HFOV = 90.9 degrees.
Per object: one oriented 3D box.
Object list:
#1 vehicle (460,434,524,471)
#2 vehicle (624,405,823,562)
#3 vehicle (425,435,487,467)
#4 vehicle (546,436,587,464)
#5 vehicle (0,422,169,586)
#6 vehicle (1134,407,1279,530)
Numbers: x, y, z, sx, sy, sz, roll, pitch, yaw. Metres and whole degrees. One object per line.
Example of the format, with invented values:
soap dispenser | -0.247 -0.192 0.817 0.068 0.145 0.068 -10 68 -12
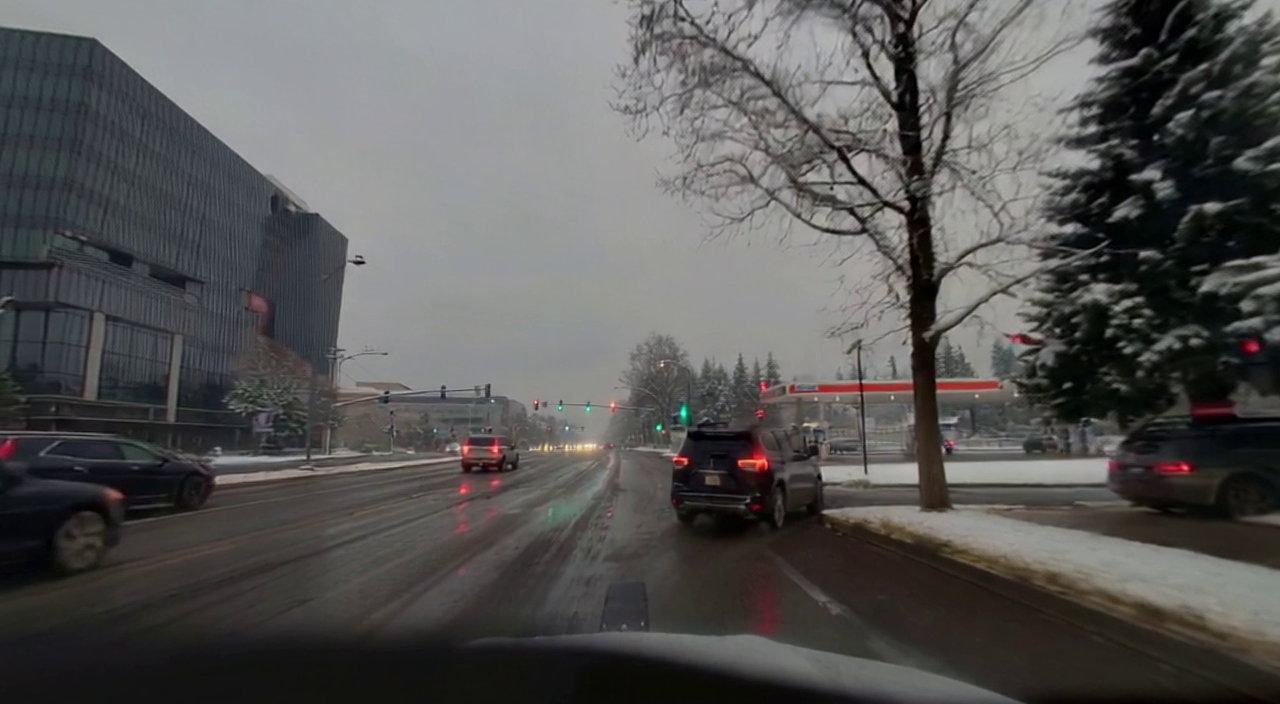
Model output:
vehicle | -6.977 4.783 30.122 2.018 1.658 4.391 0 -9 -1
vehicle | 1.554 1.857 9.662 2.169 1.751 4.613 -3 -9 18
vehicle | -10.235 5.554 35.450 2.068 1.659 4.509 0 -9 1
vehicle | -4.552 6.184 39.840 2.081 1.698 4.362 0 -9 0
vehicle | -6.764 1.339 5.431 1.900 1.473 4.425 0 -9 2
vehicle | 10.324 1.639 8.668 5.052 1.482 2.266 1 -10 3
